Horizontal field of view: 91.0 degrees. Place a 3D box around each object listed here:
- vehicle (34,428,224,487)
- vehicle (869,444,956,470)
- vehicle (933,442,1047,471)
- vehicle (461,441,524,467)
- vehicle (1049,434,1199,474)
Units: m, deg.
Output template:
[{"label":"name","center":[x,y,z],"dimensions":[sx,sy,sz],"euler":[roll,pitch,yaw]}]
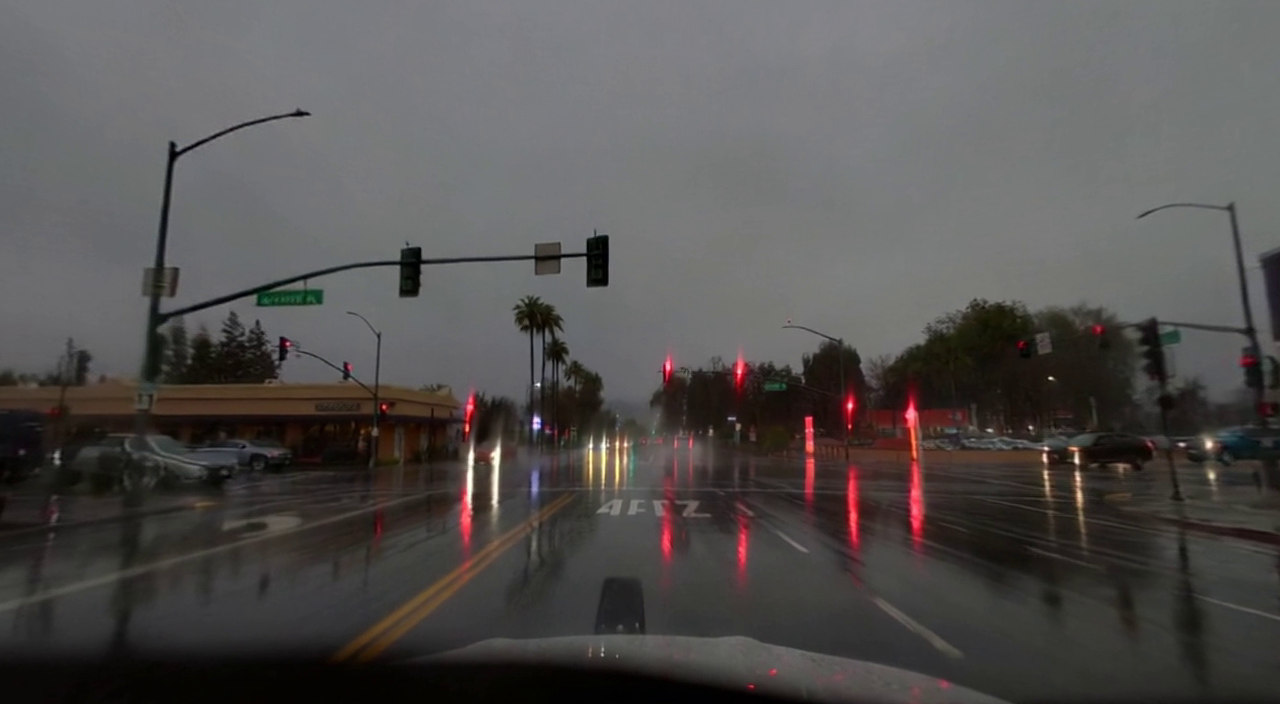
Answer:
[{"label":"vehicle","center":[-18.611,3.848,23.133],"dimensions":[4.901,2.064,2.296],"euler":[0,-8,0]},{"label":"vehicle","center":[16.618,6.402,38.512],"dimensions":[4.451,1.494,1.857],"euler":[-1,-9,5]},{"label":"vehicle","center":[18.874,5.674,34.125],"dimensions":[4.977,1.508,1.948],"euler":[0,-8,0]},{"label":"vehicle","center":[-10.242,7.126,44.084],"dimensions":[2.045,1.699,4.563],"euler":[-3,-9,20]},{"label":"vehicle","center":[23.353,4.934,30.516],"dimensions":[5.509,1.873,2.123],"euler":[0,-8,-2]}]
